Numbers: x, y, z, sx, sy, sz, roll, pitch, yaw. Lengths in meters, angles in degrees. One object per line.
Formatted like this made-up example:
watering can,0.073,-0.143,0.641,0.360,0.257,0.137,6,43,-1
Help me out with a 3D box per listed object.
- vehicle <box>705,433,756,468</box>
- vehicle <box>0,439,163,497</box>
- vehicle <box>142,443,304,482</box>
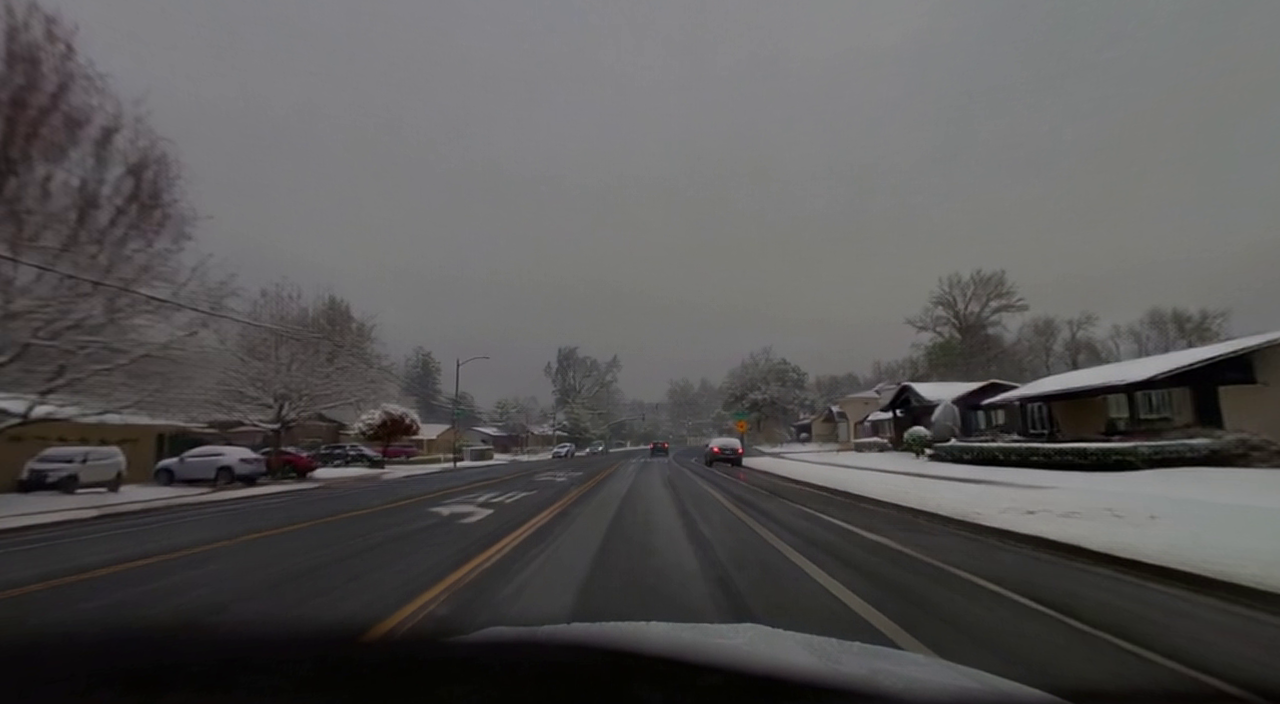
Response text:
vehicle,5.258,5.837,37.473,2.233,1.887,5.347,0,-8,0
vehicle,-18.922,3.839,21.197,4.372,1.745,2.017,6,-10,-35
vehicle,-18.247,4.841,27.805,5.419,1.649,2.396,0,-8,1
